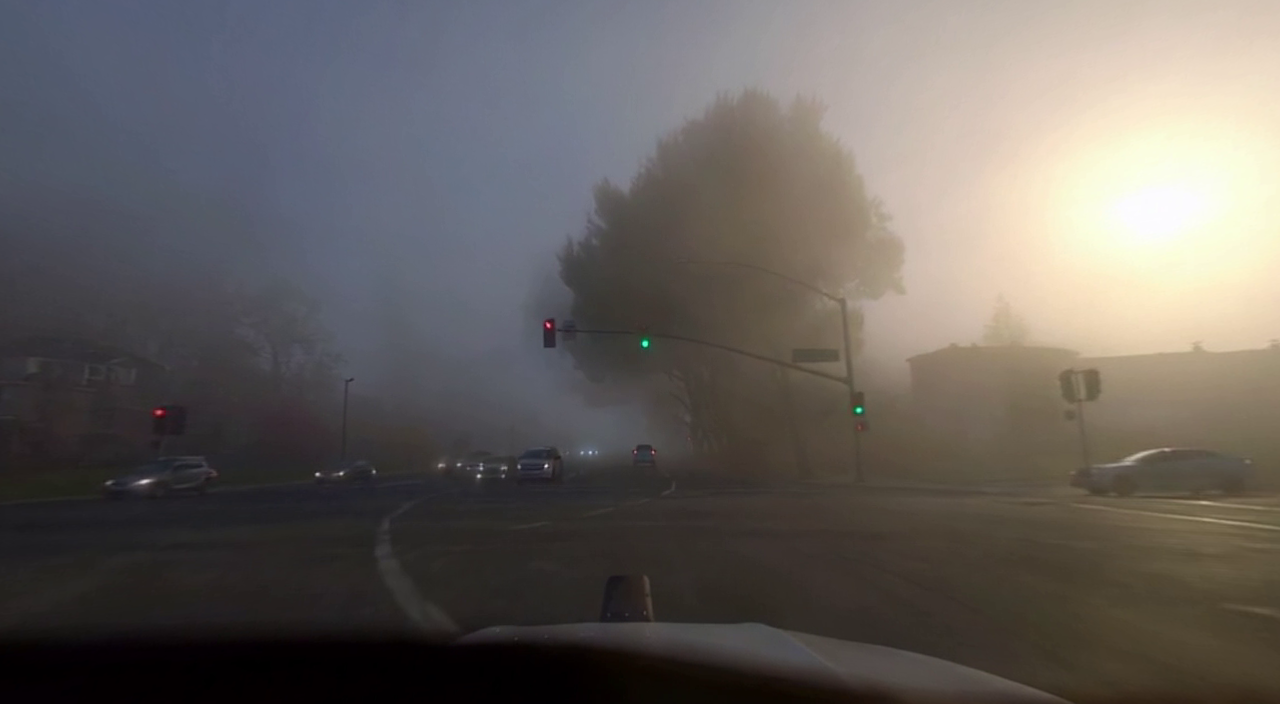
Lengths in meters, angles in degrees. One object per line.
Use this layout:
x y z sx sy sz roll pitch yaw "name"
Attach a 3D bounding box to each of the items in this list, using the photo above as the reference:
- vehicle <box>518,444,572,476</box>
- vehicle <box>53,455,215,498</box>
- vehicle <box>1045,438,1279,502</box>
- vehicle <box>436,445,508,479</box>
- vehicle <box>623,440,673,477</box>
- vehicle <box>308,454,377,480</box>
-4.753 5.485 32.199 1.994 1.494 4.599 0 -9 1 "vehicle"
-20.704 5.085 26.102 2.164 1.556 4.678 -3 -10 18 "vehicle"
15.014 3.388 18.379 4.732 1.713 2.257 0 -9 4 "vehicle"
-7.809 5.164 29.762 2.154 1.499 4.461 0 -9 0 "vehicle"
0.397 5.510 32.752 2.437 1.737 4.420 0 -9 0 "vehicle"
-18.241 7.030 38.917 1.915 1.477 4.411 0 -9 3 "vehicle"
